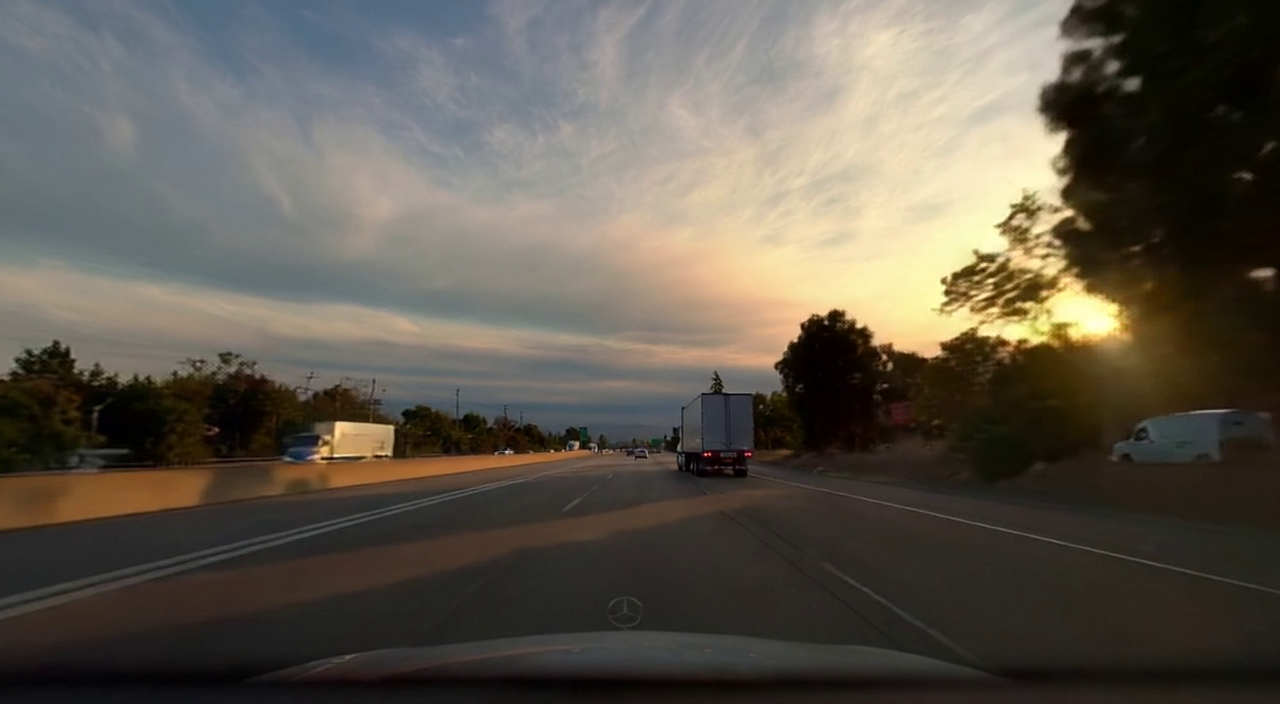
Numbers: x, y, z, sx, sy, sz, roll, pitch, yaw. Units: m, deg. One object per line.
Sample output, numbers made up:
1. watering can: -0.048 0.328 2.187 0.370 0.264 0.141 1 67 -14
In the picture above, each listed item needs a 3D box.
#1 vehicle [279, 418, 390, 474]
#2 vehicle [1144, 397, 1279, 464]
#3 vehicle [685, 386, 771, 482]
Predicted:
1. vehicle: -19.888 6.250 41.822 2.922 3.301 8.505 0 -9 1
2. vehicle: 40.099 5.606 43.676 3.058 4.007 11.965 -2 -9 14
3. vehicle: 4.443 4.629 34.911 3.058 4.312 12.251 0 -8 0
